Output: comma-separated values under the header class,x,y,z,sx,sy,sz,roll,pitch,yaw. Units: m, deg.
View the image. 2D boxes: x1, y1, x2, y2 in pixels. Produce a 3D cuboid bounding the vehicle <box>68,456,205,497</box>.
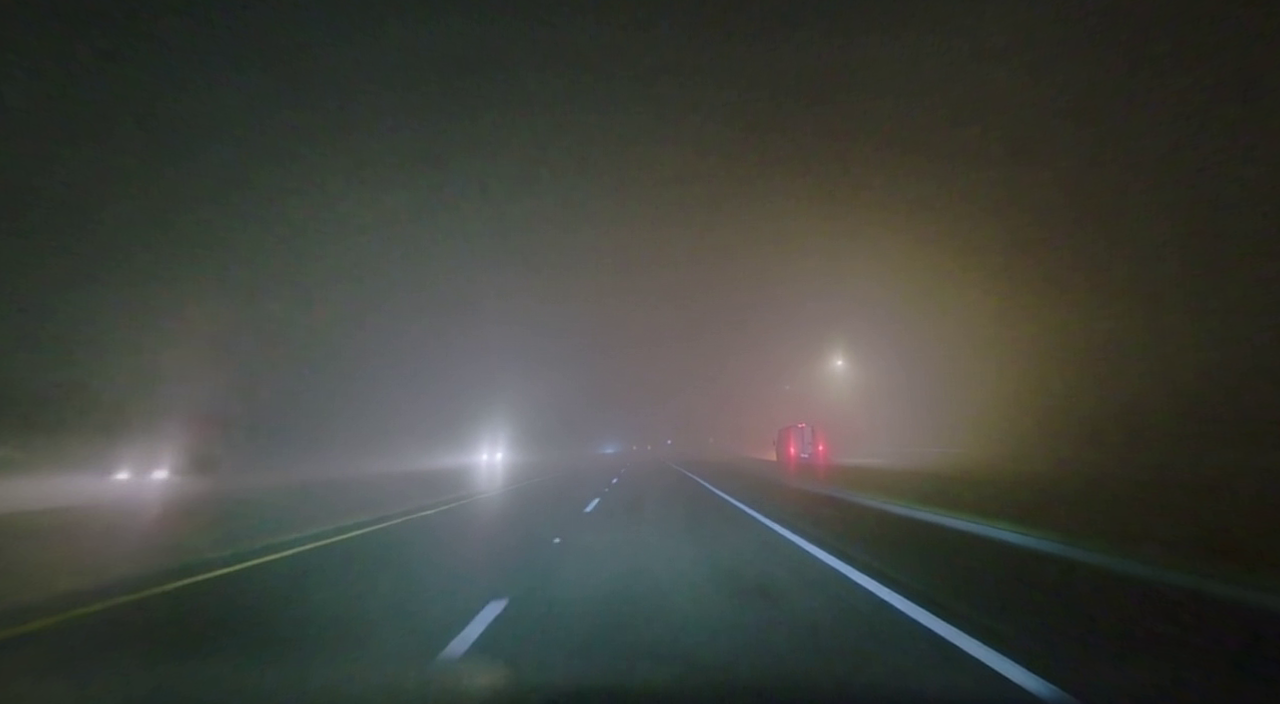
class,x,y,z,sx,sy,sz,roll,pitch,yaw
vehicle,-20.694,5.095,26.226,1.942,1.487,4.490,0,-9,1
